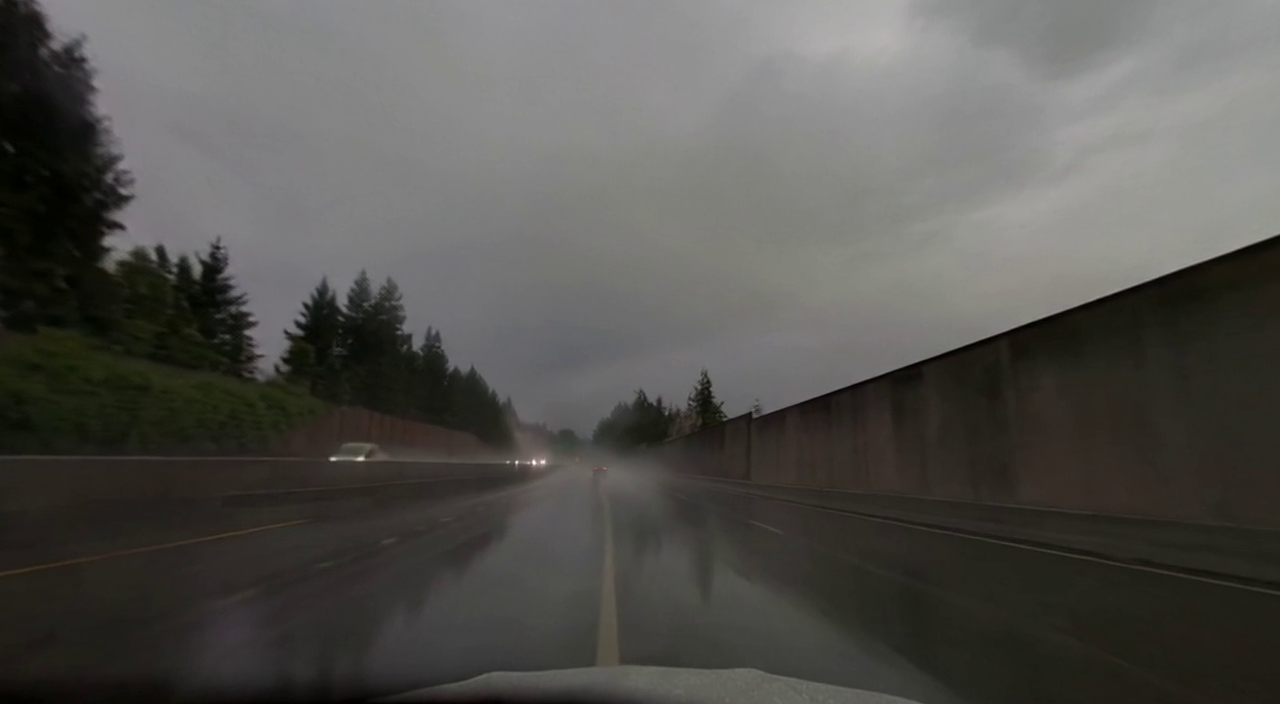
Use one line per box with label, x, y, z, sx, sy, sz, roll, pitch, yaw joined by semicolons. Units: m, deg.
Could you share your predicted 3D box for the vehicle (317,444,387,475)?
vehicle;-15.385;5.815;33.909;1.880;1.501;4.131;2;-10;-2
